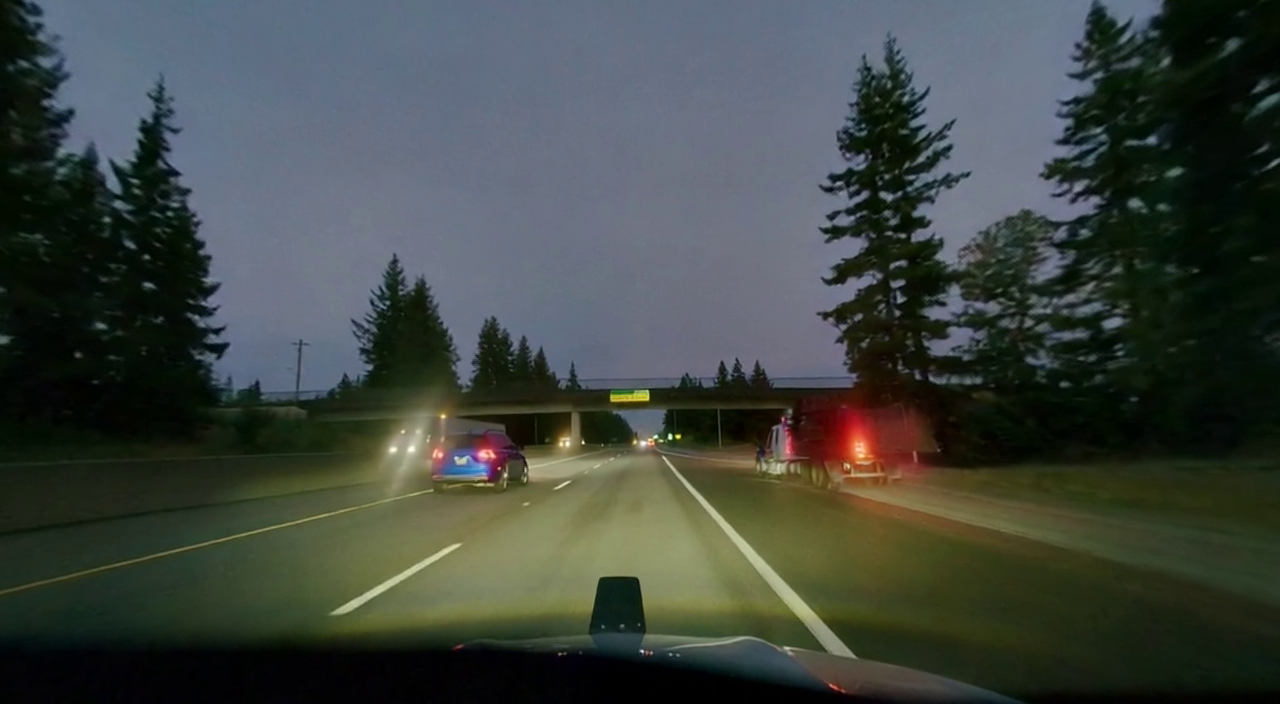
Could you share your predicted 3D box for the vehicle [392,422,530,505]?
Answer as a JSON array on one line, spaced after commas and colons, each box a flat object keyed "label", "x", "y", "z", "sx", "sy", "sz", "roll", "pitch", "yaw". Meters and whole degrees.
[{"label": "vehicle", "x": -4.236, "y": 2.696, "z": 15.821, "sx": 2.084, "sy": 1.752, "sz": 4.479, "roll": 0, "pitch": -8, "yaw": 1}]
